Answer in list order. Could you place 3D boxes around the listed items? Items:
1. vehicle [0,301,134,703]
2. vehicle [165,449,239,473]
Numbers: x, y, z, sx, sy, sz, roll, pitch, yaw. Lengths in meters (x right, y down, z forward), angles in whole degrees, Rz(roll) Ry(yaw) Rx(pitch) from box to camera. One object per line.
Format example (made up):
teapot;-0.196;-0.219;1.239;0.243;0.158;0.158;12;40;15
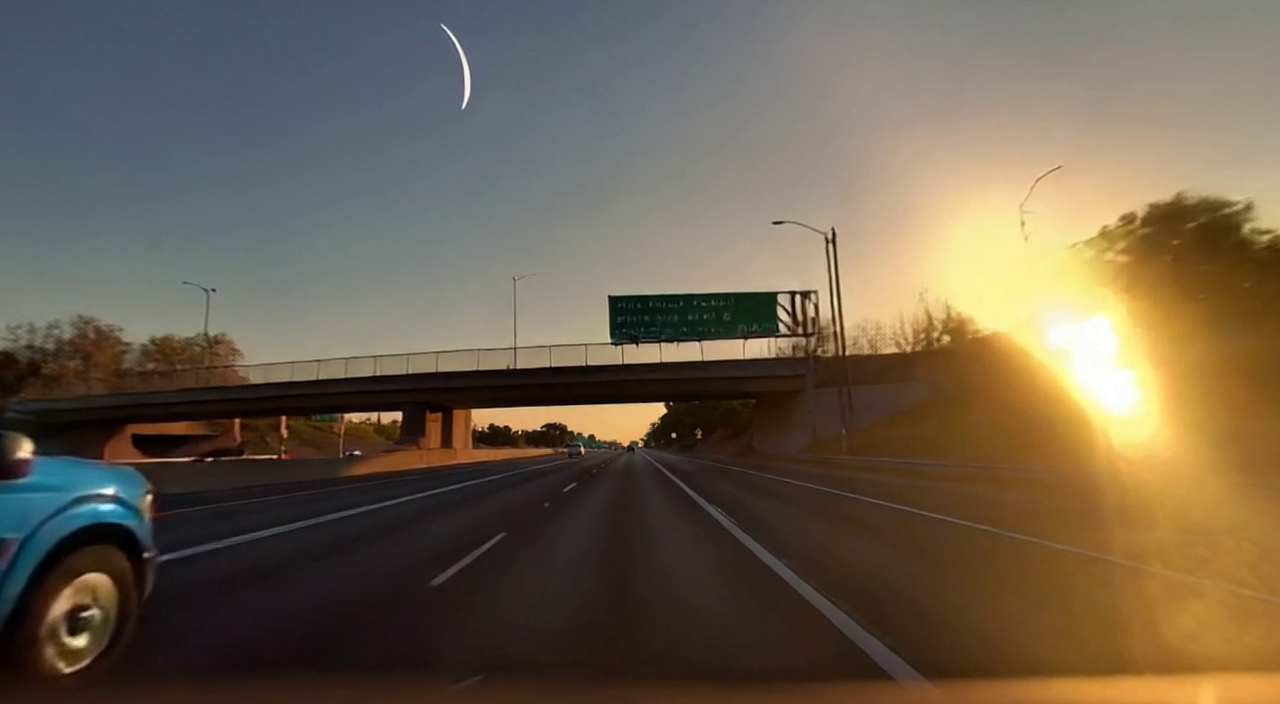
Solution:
vehicle;-4.223;0.442;0.639;2.529;2.003;5.904;0;-8;0
vehicle;-29.169;7.255;42.266;1.829;1.420;4.422;0;-8;-1
